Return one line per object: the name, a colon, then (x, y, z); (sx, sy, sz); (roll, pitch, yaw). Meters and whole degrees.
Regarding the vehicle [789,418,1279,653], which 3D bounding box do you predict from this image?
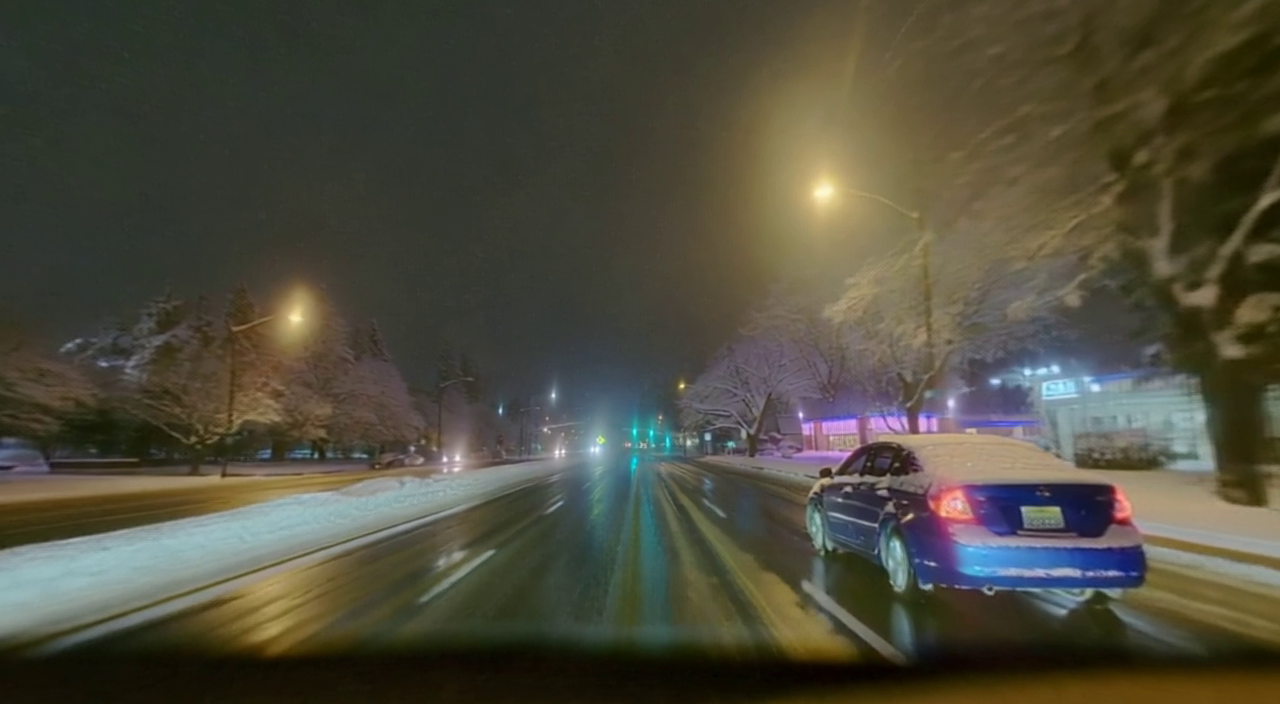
vehicle: (3.103, 1.515, 6.394); (2.004, 1.470, 4.544); (0, -8, -1)
